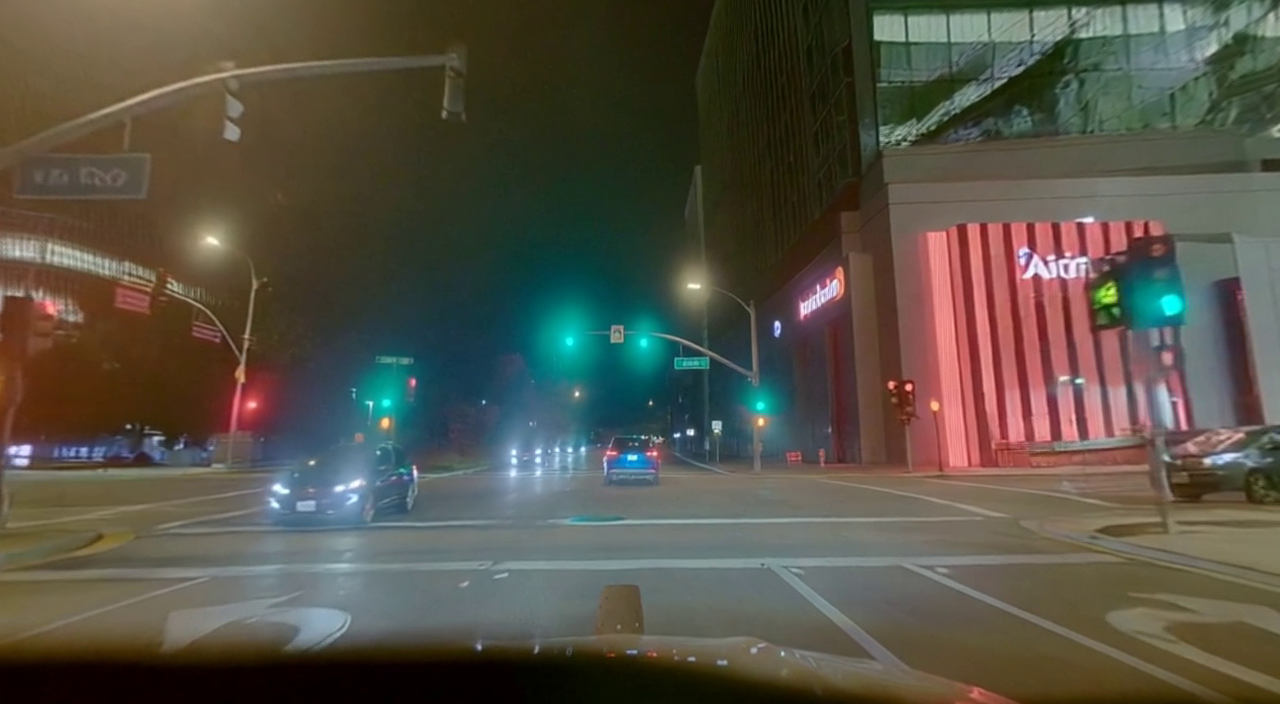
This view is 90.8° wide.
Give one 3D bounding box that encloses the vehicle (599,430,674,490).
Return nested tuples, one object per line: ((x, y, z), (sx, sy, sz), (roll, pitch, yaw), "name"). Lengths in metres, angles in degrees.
((-0.130, 3.487, 20.688), (2.183, 1.765, 4.059), (0, -8, -1), "vehicle")

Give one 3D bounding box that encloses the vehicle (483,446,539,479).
((-6.310, 5.419, 31.352), (1.874, 1.480, 4.148), (0, -9, 1), "vehicle")

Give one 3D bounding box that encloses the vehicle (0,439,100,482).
((-26.098, 4.678, 27.559), (4.393, 1.730, 2.151), (-4, -9, 26), "vehicle")

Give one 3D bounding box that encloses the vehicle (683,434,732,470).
((3.825, 5.768, 36.697), (2.113, 1.869, 5.322), (0, -8, -1), "vehicle")

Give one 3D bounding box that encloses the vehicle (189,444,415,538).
((-6.252, 2.573, 12.448), (1.934, 1.476, 4.457), (0, -8, 1), "vehicle")
